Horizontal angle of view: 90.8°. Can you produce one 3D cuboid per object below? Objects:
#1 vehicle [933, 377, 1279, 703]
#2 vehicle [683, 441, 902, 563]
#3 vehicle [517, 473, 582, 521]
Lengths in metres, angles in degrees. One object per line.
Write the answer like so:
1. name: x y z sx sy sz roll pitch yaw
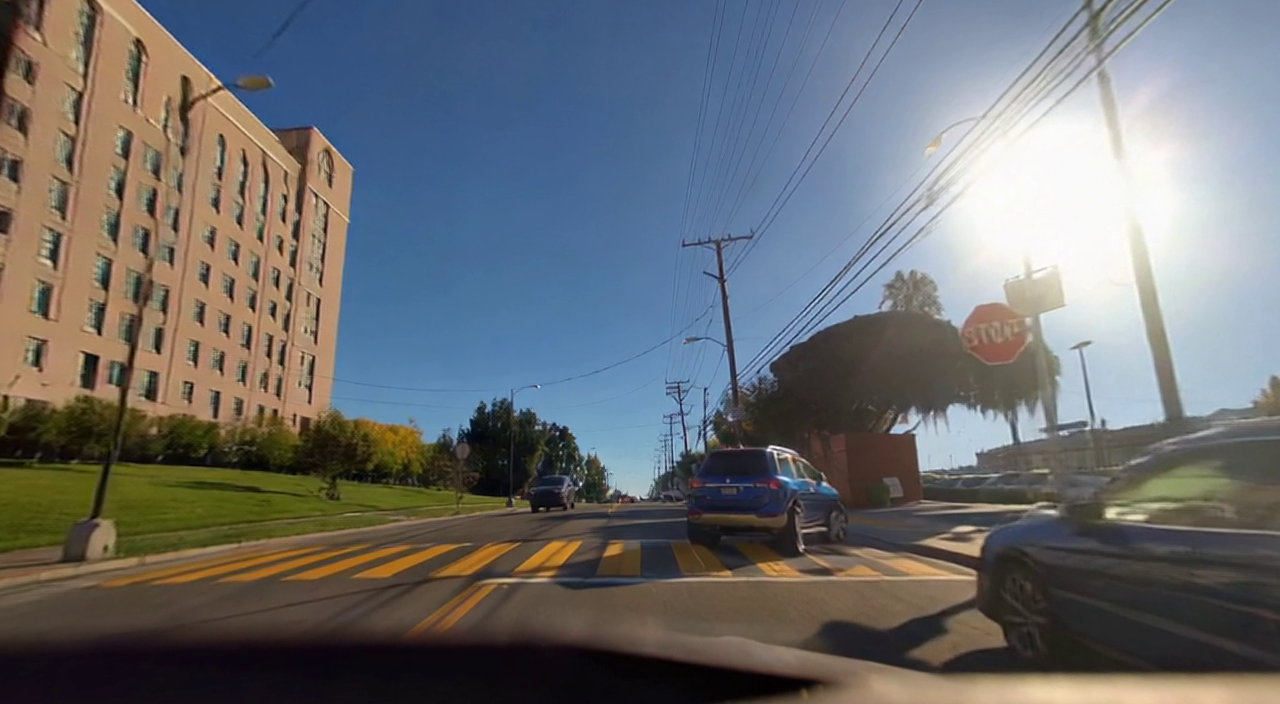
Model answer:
1. vehicle: 3.269 0.987 2.829 1.933 1.612 3.941 0 -9 -1
2. vehicle: 3.109 2.624 12.064 2.214 1.789 4.872 -7 -11 37
3. vehicle: -3.466 5.618 24.816 1.911 1.563 4.057 0 -9 0
